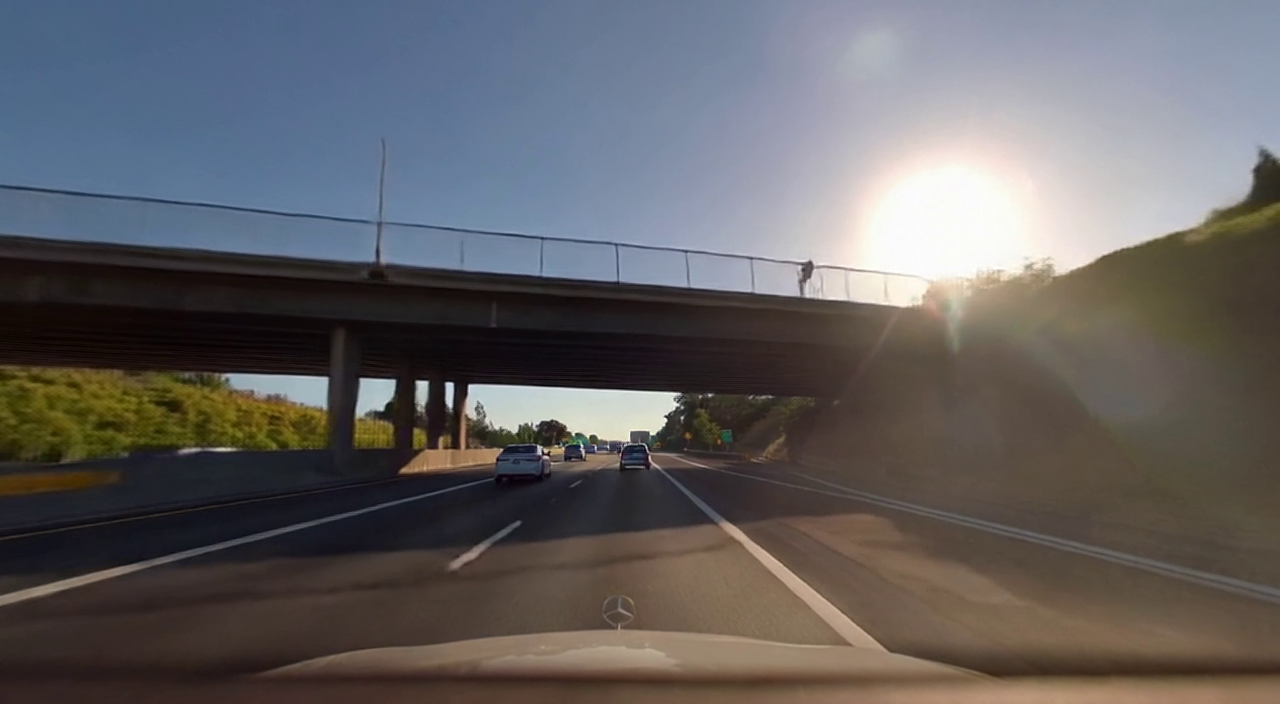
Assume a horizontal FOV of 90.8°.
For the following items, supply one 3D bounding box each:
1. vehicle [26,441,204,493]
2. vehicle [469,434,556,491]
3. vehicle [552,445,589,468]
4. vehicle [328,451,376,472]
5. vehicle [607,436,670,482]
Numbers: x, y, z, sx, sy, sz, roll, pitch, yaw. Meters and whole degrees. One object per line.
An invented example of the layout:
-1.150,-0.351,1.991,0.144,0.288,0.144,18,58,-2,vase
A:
-17.510,3.828,21.493,2.069,1.557,4.685,0,-8,-1,vehicle
-4.203,3.719,21.553,2.044,1.717,4.421,0,-8,0,vehicle
-4.800,7.250,43.963,2.084,1.528,4.094,0,-8,0,vehicle
-21.427,8.137,47.211,1.776,1.421,3.933,0,-8,-1,vehicle
-0.091,4.397,26.294,2.378,1.750,4.355,0,-8,-1,vehicle
